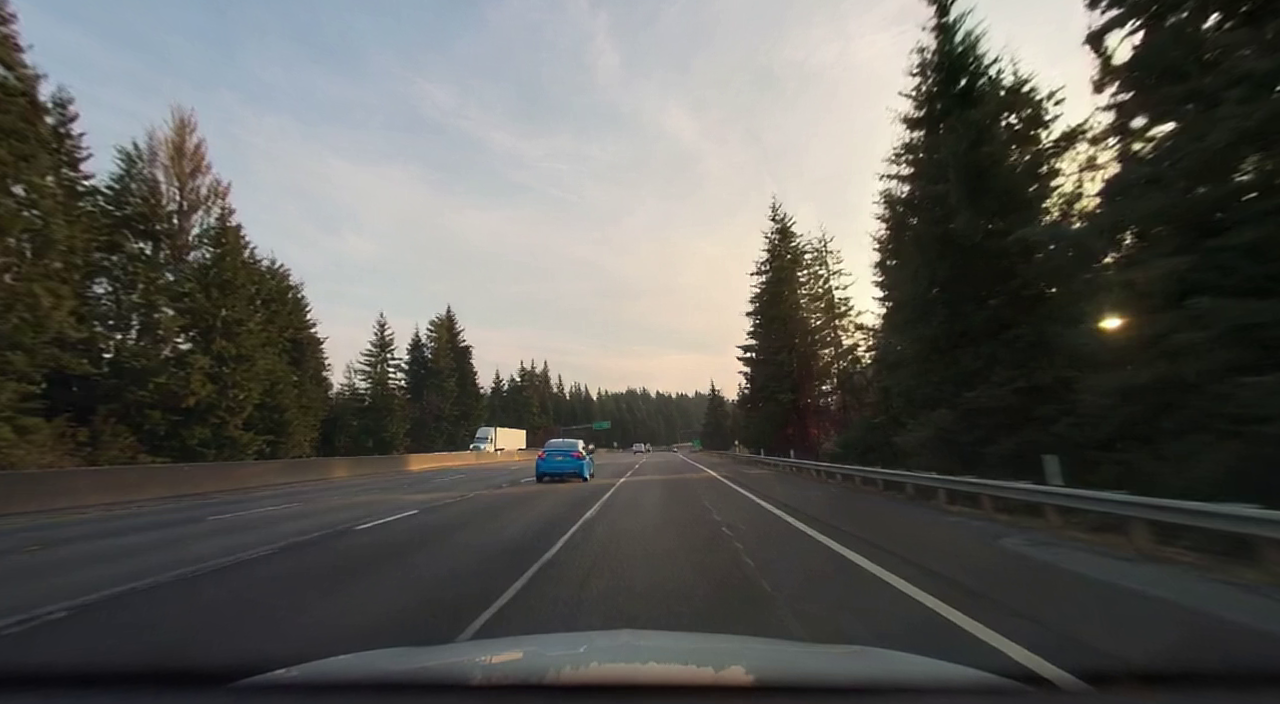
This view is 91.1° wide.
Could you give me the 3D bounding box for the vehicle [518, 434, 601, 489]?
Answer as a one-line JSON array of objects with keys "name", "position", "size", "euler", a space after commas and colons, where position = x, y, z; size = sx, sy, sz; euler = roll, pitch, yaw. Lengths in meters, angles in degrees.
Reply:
[{"name": "vehicle", "position": [-2.624, 3.681, 21.477], "size": [2.133, 1.686, 4.203], "euler": [-1, -8, 2]}]
